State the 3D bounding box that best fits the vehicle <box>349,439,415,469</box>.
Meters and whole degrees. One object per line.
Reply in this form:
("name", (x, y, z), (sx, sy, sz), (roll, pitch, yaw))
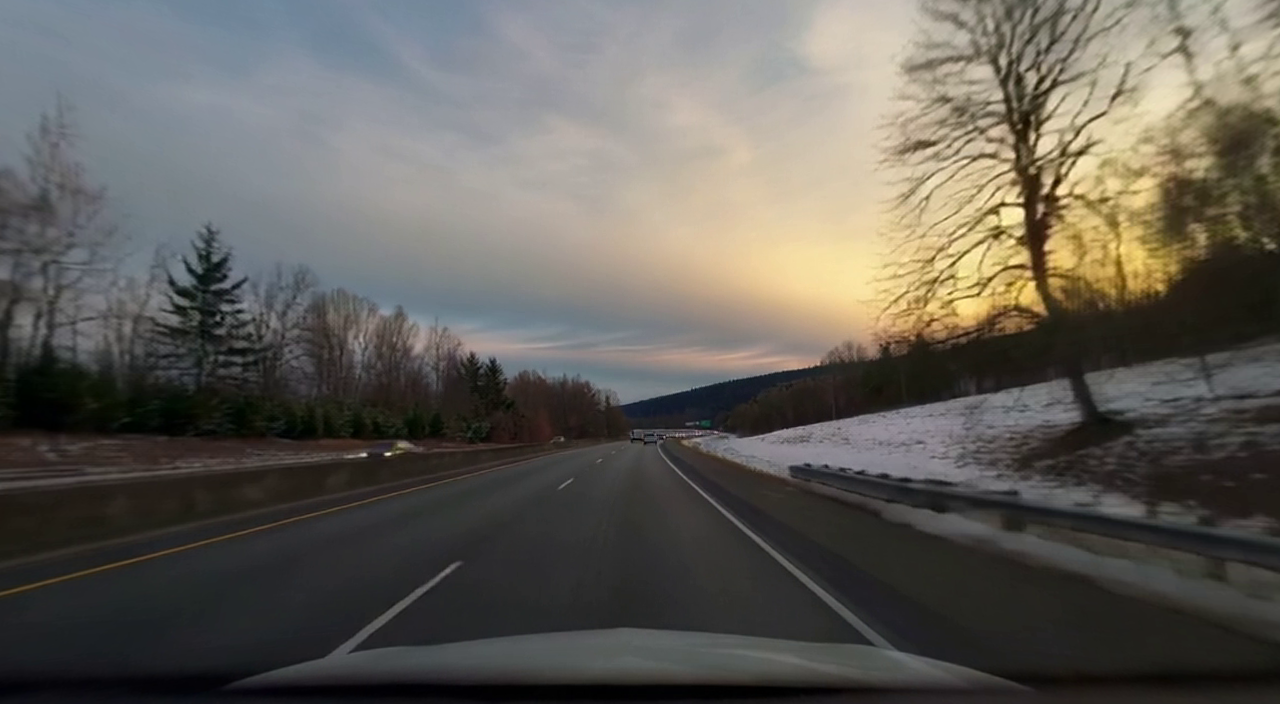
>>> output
("vehicle", (-14.819, 5.856, 36.400), (1.949, 1.553, 4.335), (0, -8, 1))
